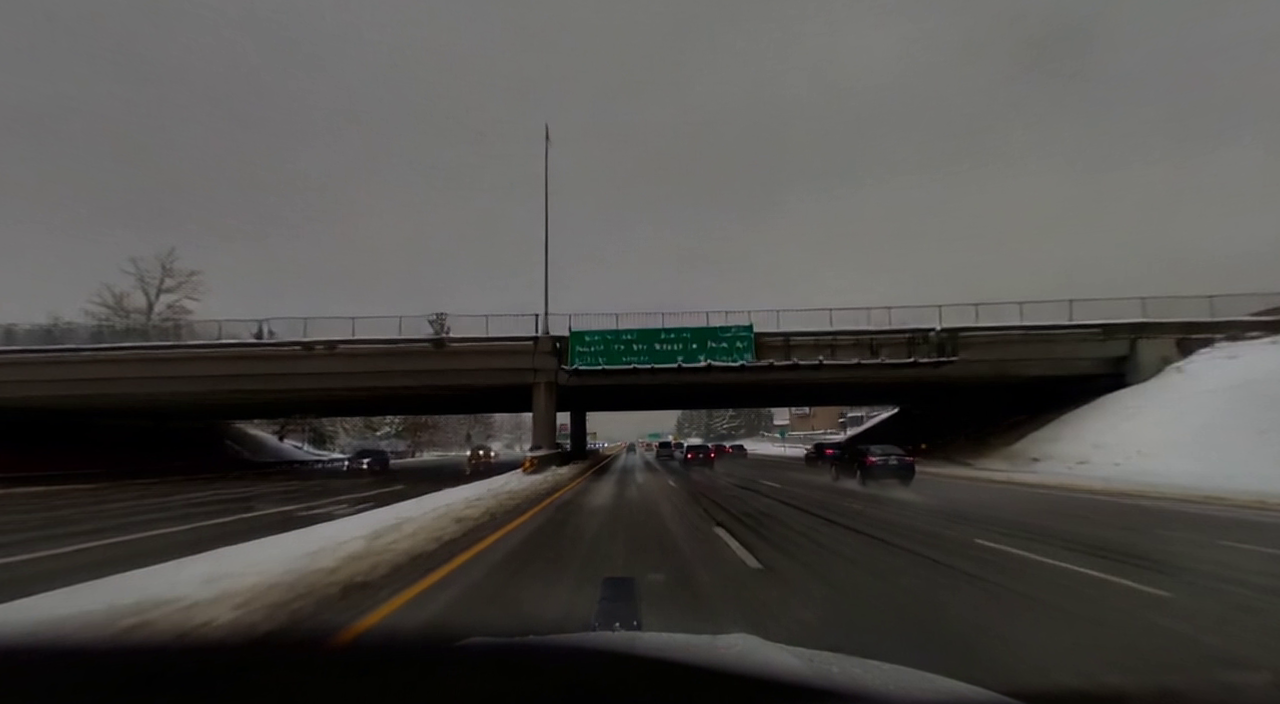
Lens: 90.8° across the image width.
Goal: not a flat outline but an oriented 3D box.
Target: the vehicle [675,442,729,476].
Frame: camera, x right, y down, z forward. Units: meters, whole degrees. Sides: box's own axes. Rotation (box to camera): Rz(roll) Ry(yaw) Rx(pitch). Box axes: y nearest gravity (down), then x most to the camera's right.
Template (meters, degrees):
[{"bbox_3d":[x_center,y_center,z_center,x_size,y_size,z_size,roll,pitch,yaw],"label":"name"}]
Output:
[{"bbox_3d":[2.865,5.076,30.340,1.993,1.507,4.594,0,-8,-2],"label":"vehicle"}]

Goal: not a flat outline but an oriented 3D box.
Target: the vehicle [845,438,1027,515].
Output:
[{"bbox_3d":[6.553,2.778,14.692,1.952,1.489,4.483,0,-8,-2],"label":"vehicle"}]

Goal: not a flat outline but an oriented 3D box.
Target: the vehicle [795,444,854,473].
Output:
[{"bbox_3d":[9.973,5.761,34.496,1.838,1.440,4.121,0,-8,-2],"label":"vehicle"}]

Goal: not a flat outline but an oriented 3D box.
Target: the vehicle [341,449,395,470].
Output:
[{"bbox_3d":[-20.876,8.266,48.711,2.057,1.475,4.785,0,-8,0],"label":"vehicle"}]
